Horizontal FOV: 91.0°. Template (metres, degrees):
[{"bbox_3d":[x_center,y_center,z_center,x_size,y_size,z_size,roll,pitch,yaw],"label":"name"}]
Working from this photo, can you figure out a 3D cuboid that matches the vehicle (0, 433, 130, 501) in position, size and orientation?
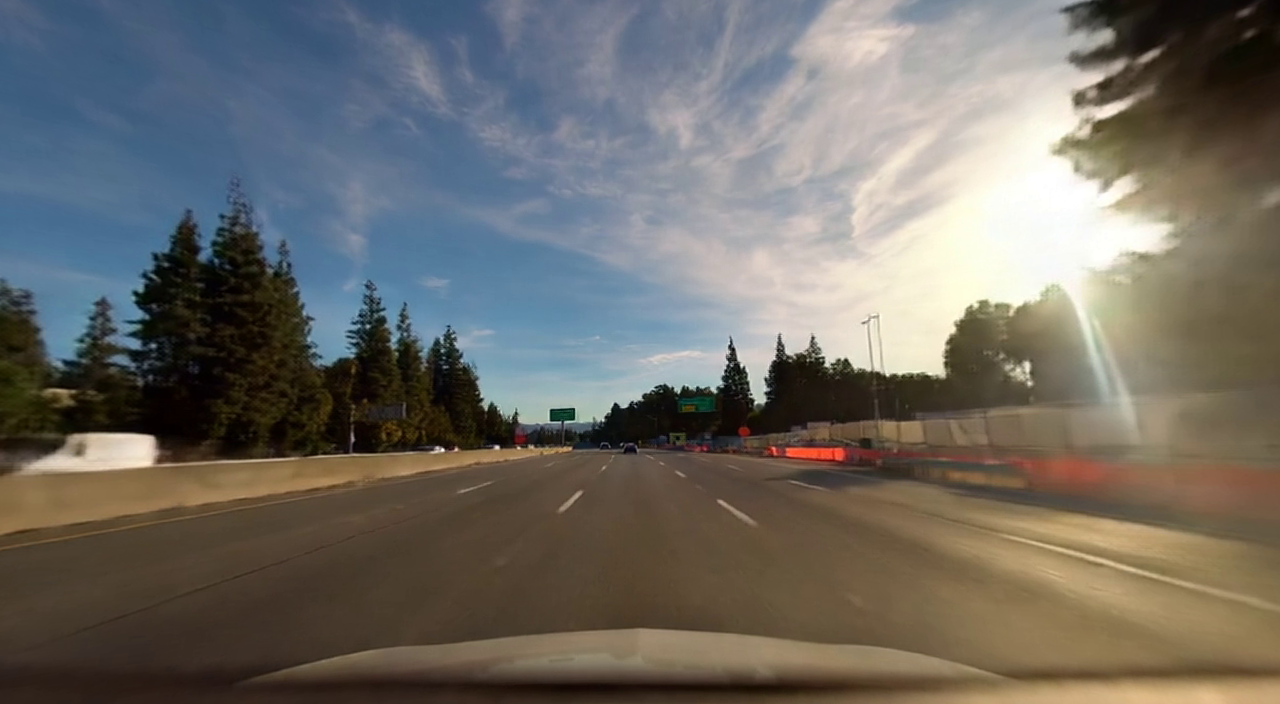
[{"bbox_3d":[-17.974,3.290,18.372,2.129,1.773,4.963,0,-9,-2],"label":"vehicle"}]
